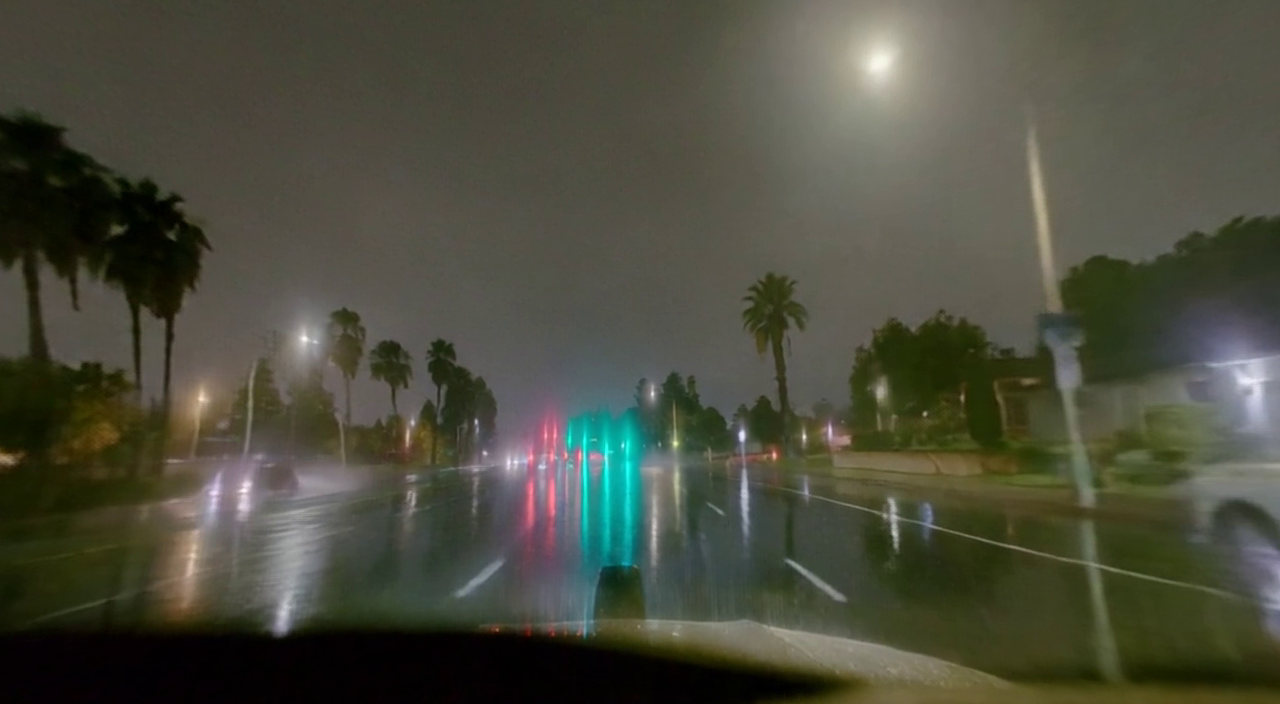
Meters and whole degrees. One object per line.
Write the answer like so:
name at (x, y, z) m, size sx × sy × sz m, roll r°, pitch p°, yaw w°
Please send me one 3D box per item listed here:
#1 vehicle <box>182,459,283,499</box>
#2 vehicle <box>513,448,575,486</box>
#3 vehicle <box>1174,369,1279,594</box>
vehicle at (-19.262, 6.008, 30.158) m, size 2.180 × 1.539 × 4.244 m, roll -3°, pitch -8°, yaw -3°
vehicle at (-4.060, 4.931, 27.550) m, size 2.108 × 1.475 × 4.555 m, roll 0°, pitch -9°, yaw -2°
vehicle at (6.947, 0.862, 3.648) m, size 2.418 × 2.004 × 6.128 m, roll 0°, pitch -9°, yaw 1°
